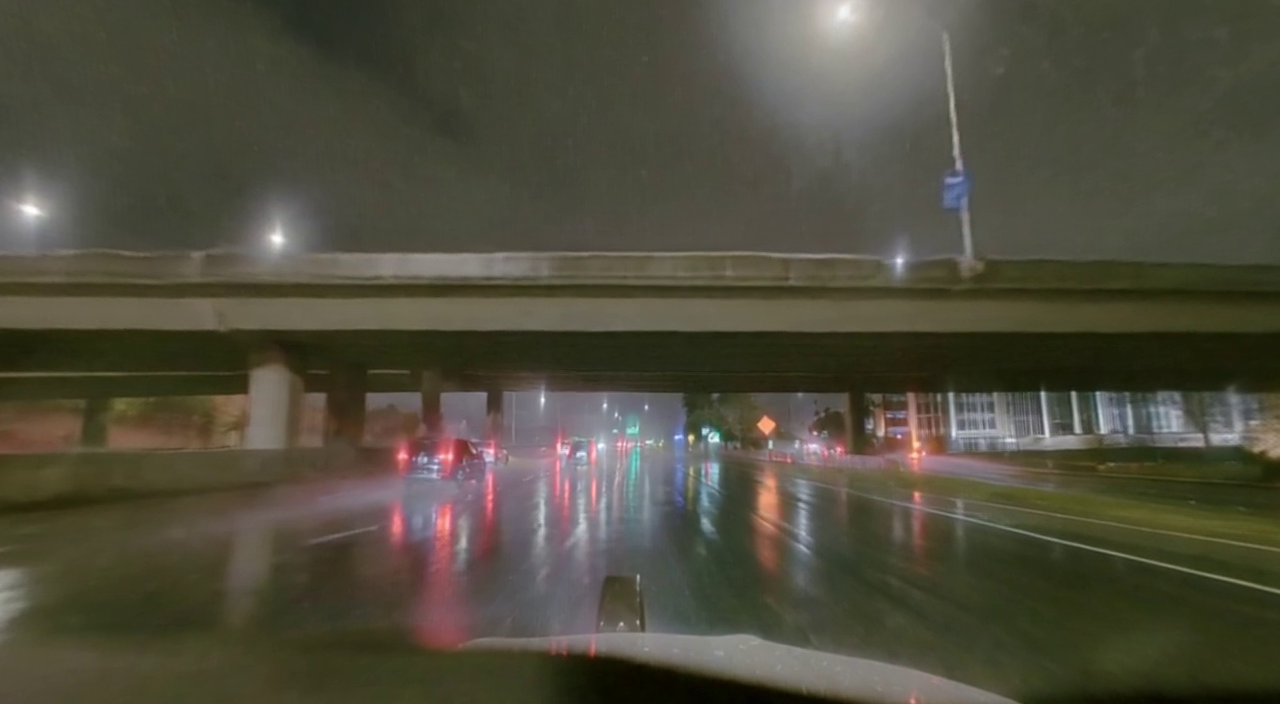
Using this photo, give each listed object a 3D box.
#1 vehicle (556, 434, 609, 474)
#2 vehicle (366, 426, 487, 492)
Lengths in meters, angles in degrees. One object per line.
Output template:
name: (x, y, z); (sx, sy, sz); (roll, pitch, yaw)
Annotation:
vehicle: (-2.601, 4.757, 29.603); (2.027, 1.697, 4.307); (0, -8, 0)
vehicle: (-6.396, 3.278, 19.618); (2.015, 1.762, 4.790); (0, -8, 1)
